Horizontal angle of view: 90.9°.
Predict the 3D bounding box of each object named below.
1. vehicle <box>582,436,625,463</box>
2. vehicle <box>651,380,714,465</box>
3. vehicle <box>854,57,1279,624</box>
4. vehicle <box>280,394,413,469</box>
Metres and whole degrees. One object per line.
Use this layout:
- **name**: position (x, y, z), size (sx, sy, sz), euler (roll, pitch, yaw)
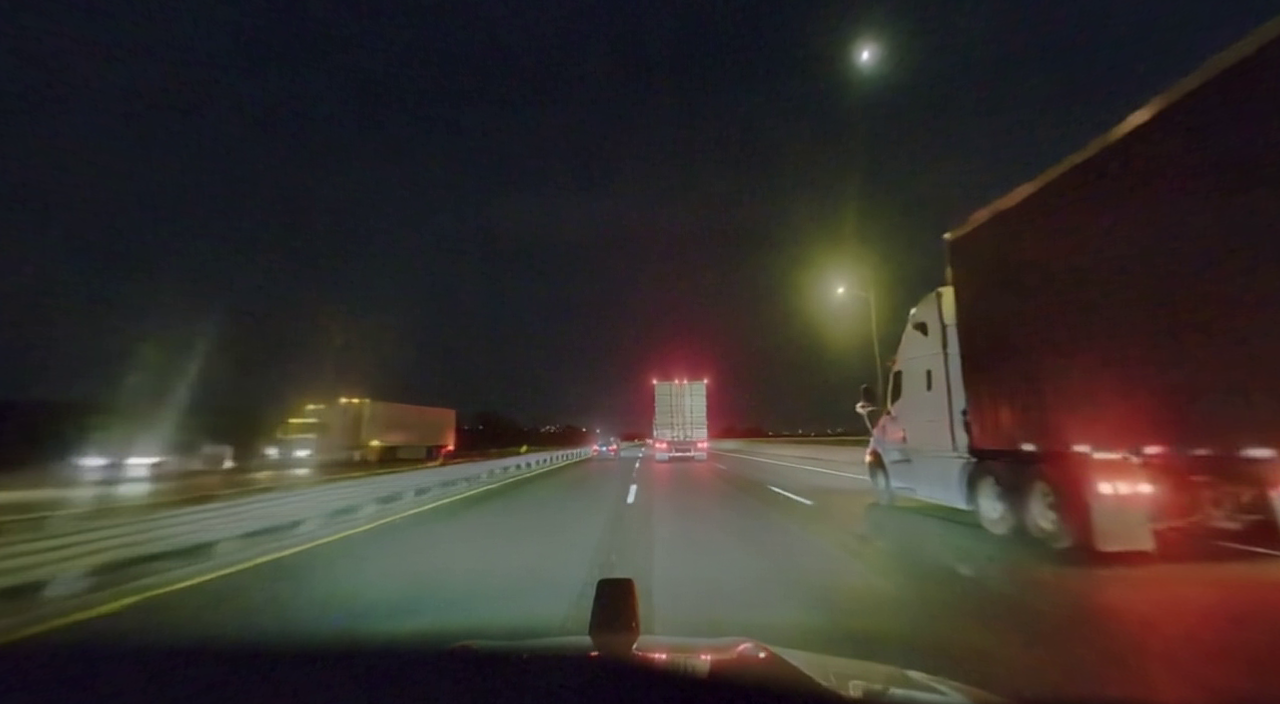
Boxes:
- **vehicle**: position (-2.151, 5.980, 38.941), size (2.208, 1.542, 5.138), euler (0, -8, 1)
- **vehicle**: position (2.252, 4.274, 37.139), size (2.966, 4.072, 13.408), euler (-1, -8, 2)
- **vehicle**: position (6.003, 0.406, 8.091), size (2.946, 3.946, 10.224), euler (0, -8, 0)
- **vehicle**: position (-17.494, 4.915, 38.695), size (3.026, 3.971, 10.127), euler (0, -8, 1)
